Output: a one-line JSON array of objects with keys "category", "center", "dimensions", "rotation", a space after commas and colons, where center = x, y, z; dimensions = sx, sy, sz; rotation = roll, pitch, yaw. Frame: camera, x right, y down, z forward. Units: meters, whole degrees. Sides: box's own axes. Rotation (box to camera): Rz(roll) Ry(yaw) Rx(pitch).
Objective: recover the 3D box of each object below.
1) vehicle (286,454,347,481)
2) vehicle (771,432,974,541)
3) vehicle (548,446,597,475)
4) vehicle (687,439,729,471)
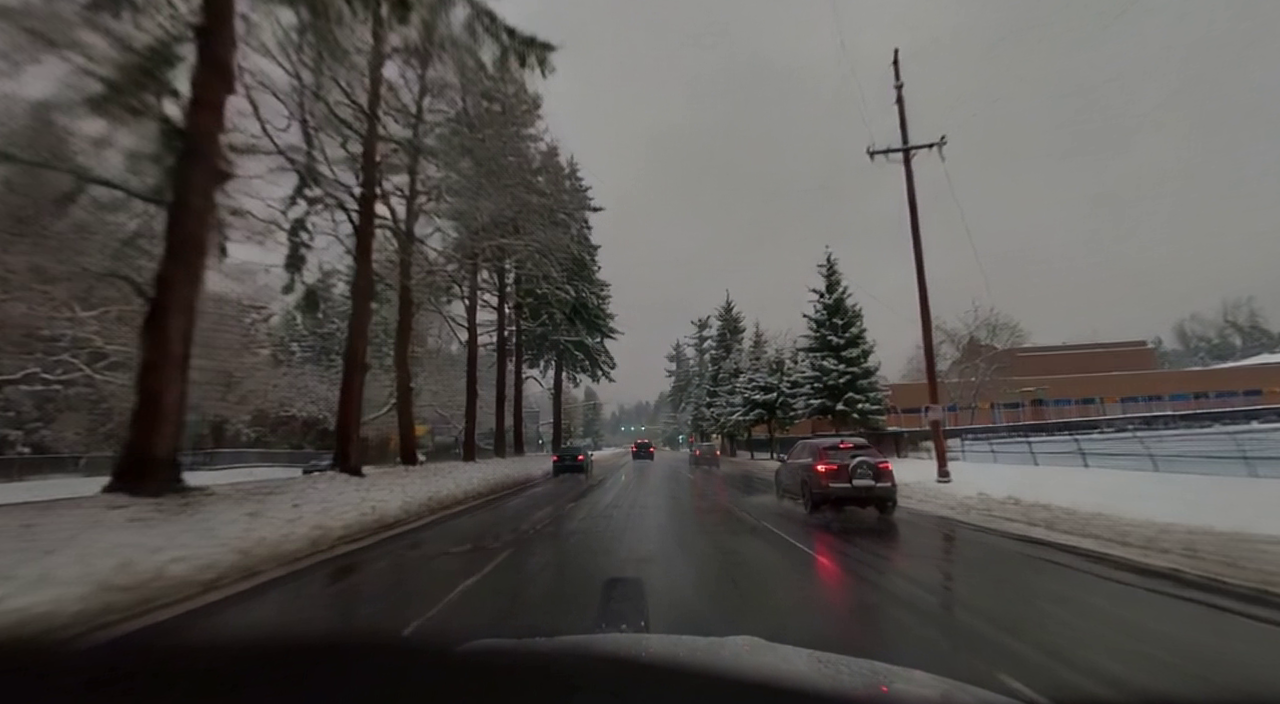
[{"category": "vehicle", "center": [-22.455, 7.989, 43.921], "dimensions": [1.959, 1.733, 4.681], "rotation": [1, -9, -3]}, {"category": "vehicle", "center": [3.717, 2.214, 11.037], "dimensions": [1.919, 1.502, 4.232], "rotation": [0, -9, 0]}, {"category": "vehicle", "center": [-3.378, 5.529, 32.316], "dimensions": [2.013, 1.354, 3.908], "rotation": [0, -9, 1]}, {"category": "vehicle", "center": [3.888, 5.974, 36.742], "dimensions": [1.980, 1.709, 4.367], "rotation": [0, -9, 0]}]
